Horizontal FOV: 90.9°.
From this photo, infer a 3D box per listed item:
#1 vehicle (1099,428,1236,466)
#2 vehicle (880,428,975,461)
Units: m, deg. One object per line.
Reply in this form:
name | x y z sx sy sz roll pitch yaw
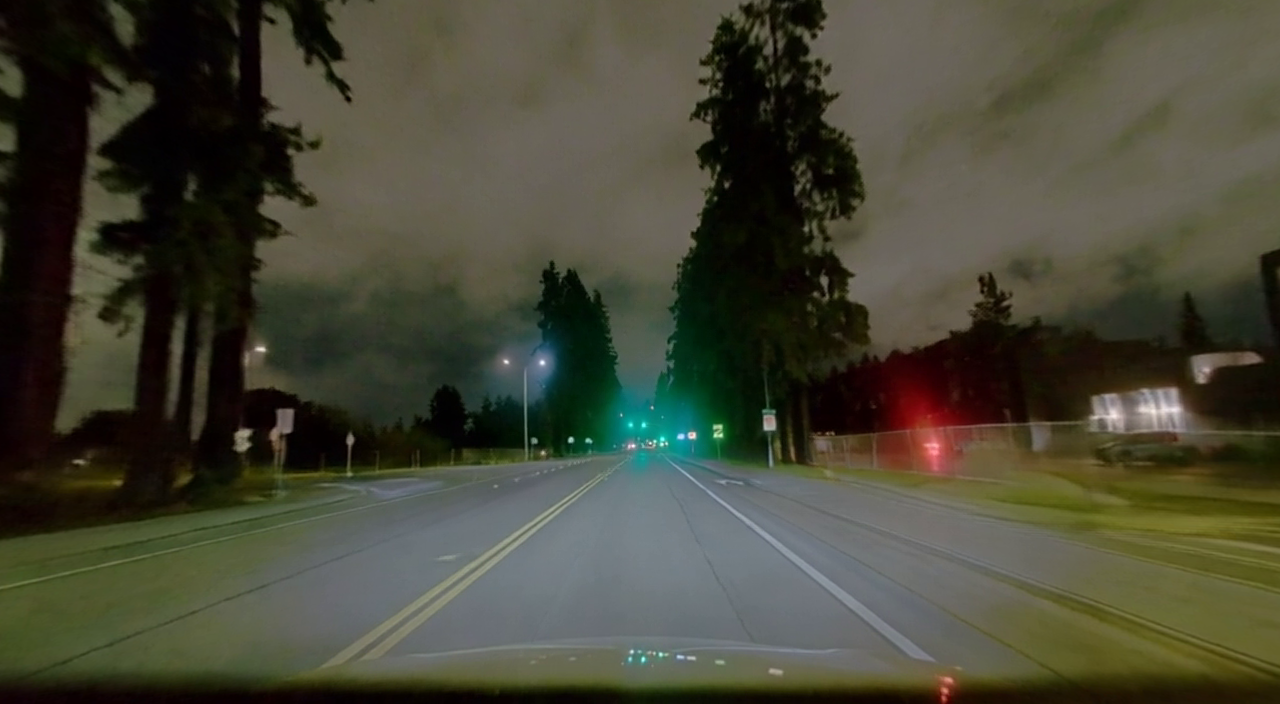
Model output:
vehicle | 21.309 3.843 25.566 3.879 1.452 1.838 0 -9 0
vehicle | 18.438 5.966 40.570 4.978 1.991 2.234 -1 -8 3
